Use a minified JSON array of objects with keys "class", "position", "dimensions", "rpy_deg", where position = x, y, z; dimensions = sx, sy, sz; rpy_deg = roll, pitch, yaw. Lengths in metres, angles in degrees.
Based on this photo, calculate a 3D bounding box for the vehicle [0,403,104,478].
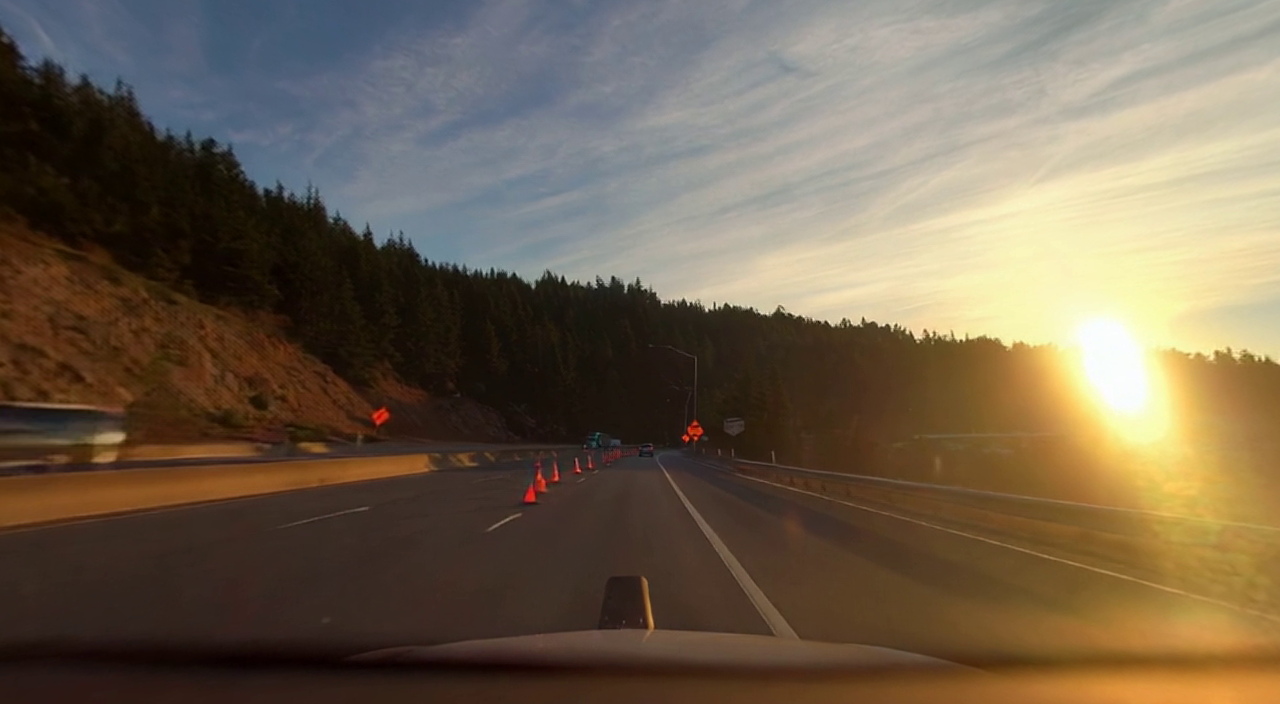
[{"class":"vehicle","position":[-17.959,2.345,16.695],"dimensions":[2.266,1.970,5.815],"rpy_deg":[0,-9,2]}]
